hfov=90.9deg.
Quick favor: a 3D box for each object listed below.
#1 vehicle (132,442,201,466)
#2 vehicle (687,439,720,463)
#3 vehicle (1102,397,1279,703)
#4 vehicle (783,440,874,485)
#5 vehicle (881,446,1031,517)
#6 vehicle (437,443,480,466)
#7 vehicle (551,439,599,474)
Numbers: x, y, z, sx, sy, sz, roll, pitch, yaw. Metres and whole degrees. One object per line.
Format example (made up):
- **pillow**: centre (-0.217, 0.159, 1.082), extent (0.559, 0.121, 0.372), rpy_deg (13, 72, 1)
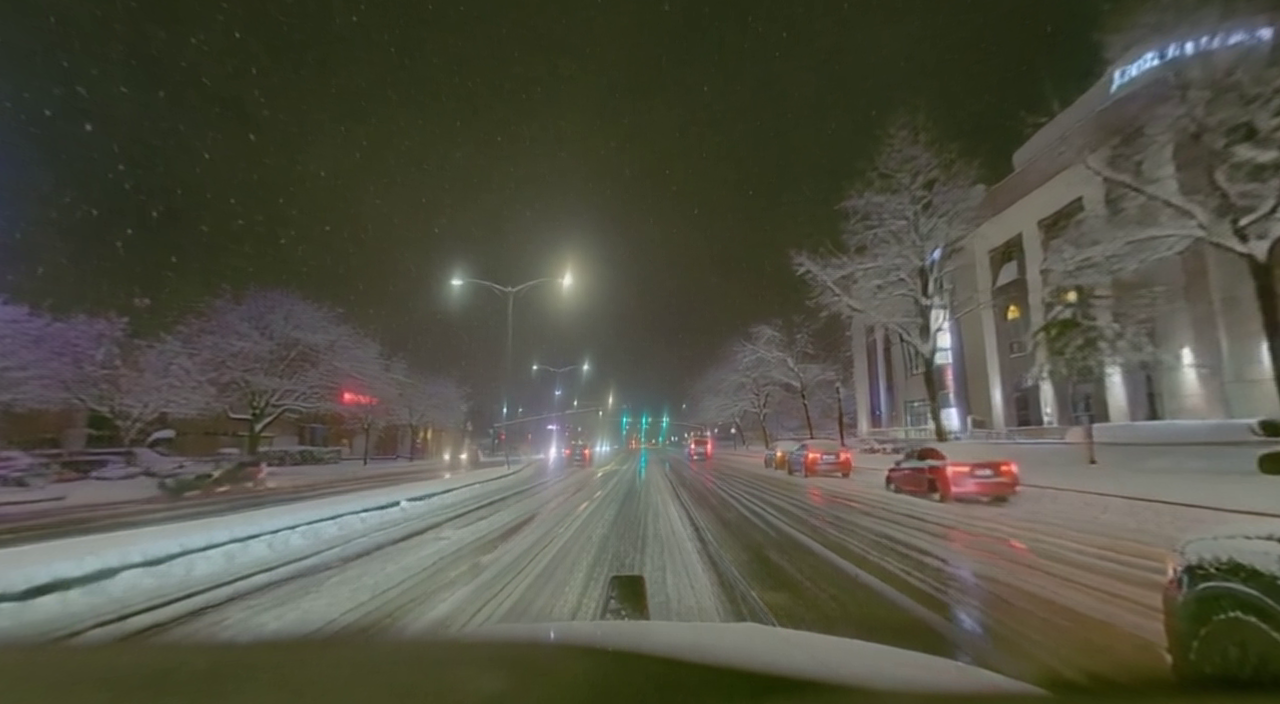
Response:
- **vehicle**: centre (-34.571, 7.437, 46.120), extent (1.810, 1.606, 3.988), rpy_deg (-1, -8, 2)
- **vehicle**: centre (4.687, 7.433, 47.288), extent (2.007, 1.683, 4.171), rpy_deg (0, -8, -1)
- **vehicle**: centre (3.438, 0.718, 1.016), extent (1.981, 1.499, 4.536), rpy_deg (0, -8, 1)
- **vehicle**: centre (7.358, 4.331, 25.133), extent (1.918, 1.598, 4.536), rpy_deg (0, -8, -4)
- **vehicle**: centre (7.324, 2.992, 15.051), extent (1.654, 1.440, 3.647), rpy_deg (0, -8, -1)
- **vehicle**: centre (-14.041, 7.944, 49.066), extent (1.905, 1.687, 4.436), rpy_deg (-1, -8, 2)
- **vehicle**: centre (-3.026, 4.947, 30.007), extent (1.917, 1.511, 4.436), rpy_deg (0, -8, -1)
